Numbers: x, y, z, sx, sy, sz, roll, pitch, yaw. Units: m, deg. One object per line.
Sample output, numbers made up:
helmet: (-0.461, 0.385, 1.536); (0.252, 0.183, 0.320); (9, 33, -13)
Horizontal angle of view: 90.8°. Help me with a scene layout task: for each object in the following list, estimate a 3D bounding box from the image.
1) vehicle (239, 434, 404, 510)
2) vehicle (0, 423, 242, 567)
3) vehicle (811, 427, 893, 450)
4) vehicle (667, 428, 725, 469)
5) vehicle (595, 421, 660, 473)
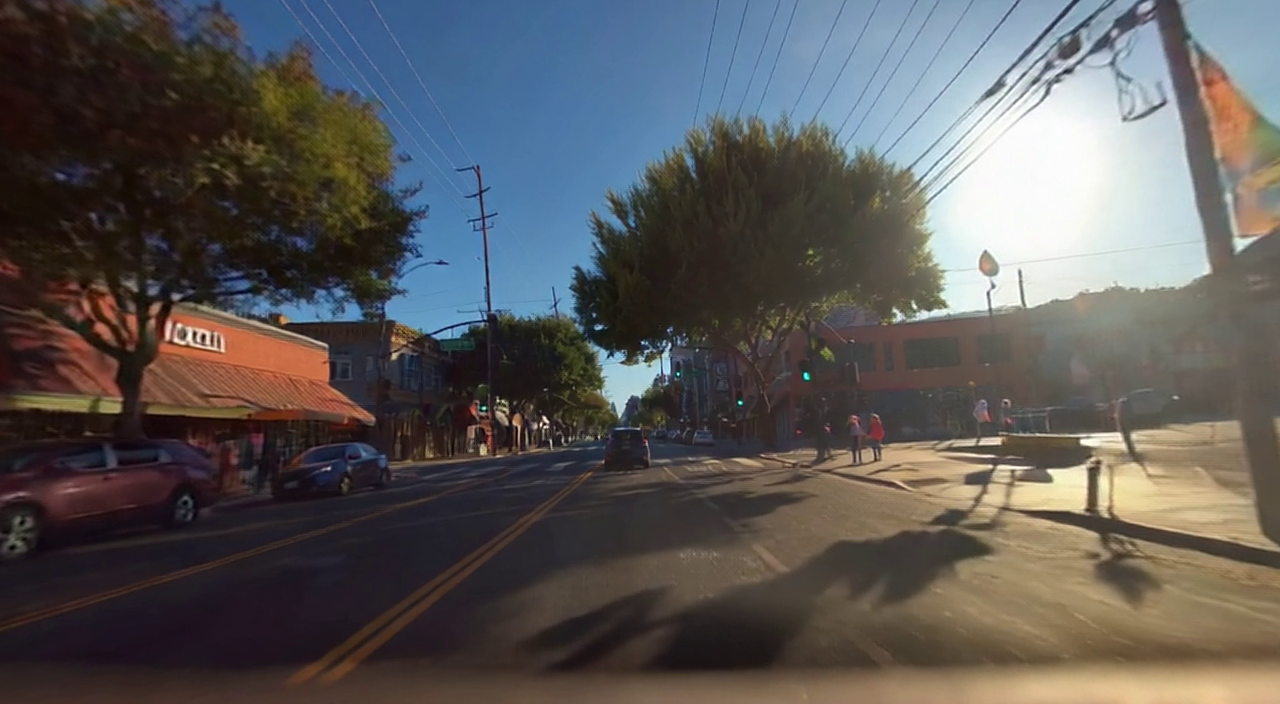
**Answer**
vehicle: (-9.683, 3.670, 20.024); (2.048, 1.985, 6.011); (0, -8, 0)
vehicle: (-9.665, 2.285, 10.954); (1.980, 1.931, 5.487); (0, -8, -1)
vehicle: (14.033, 5.761, 41.999); (4.713, 1.493, 1.875); (0, -8, -4)
vehicle: (2.325, 4.128, 27.197); (1.998, 1.580, 4.015); (0, -8, -2)
vehicle: (-0.497, 3.742, 25.101); (2.301, 1.854, 4.919); (0, -8, -1)
